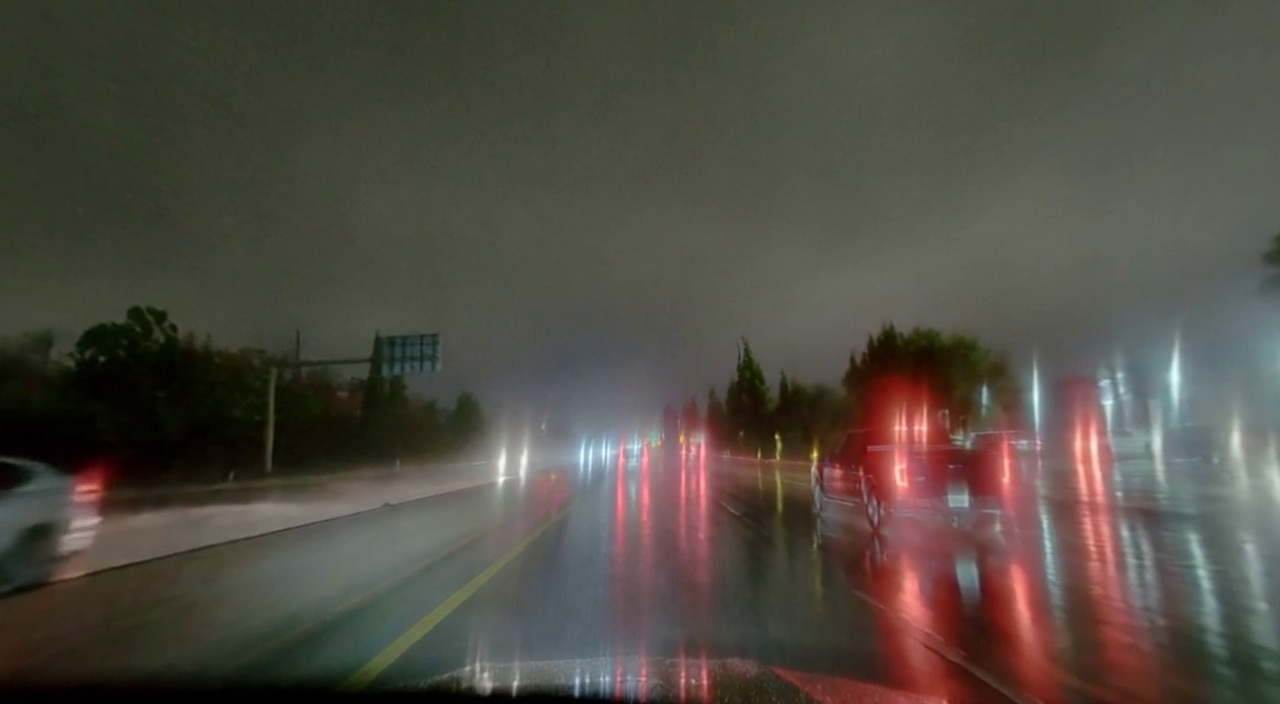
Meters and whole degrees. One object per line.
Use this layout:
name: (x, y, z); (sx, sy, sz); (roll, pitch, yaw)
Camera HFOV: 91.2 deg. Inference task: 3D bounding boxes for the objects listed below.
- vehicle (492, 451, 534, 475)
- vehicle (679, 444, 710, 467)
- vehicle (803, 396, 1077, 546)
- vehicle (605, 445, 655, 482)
vehicle: (-8.957, 7.865, 44.608); (1.912, 1.532, 4.610); (-1, -9, 1)
vehicle: (4.054, 7.718, 46.847); (1.936, 1.589, 3.915); (0, -9, 0)
vehicle: (4.586, 1.939, 10.722); (2.261, 1.952, 4.784); (0, -9, 0)
vehicle: (-0.381, 4.820, 27.332); (2.029, 1.483, 3.769); (0, -9, 1)
